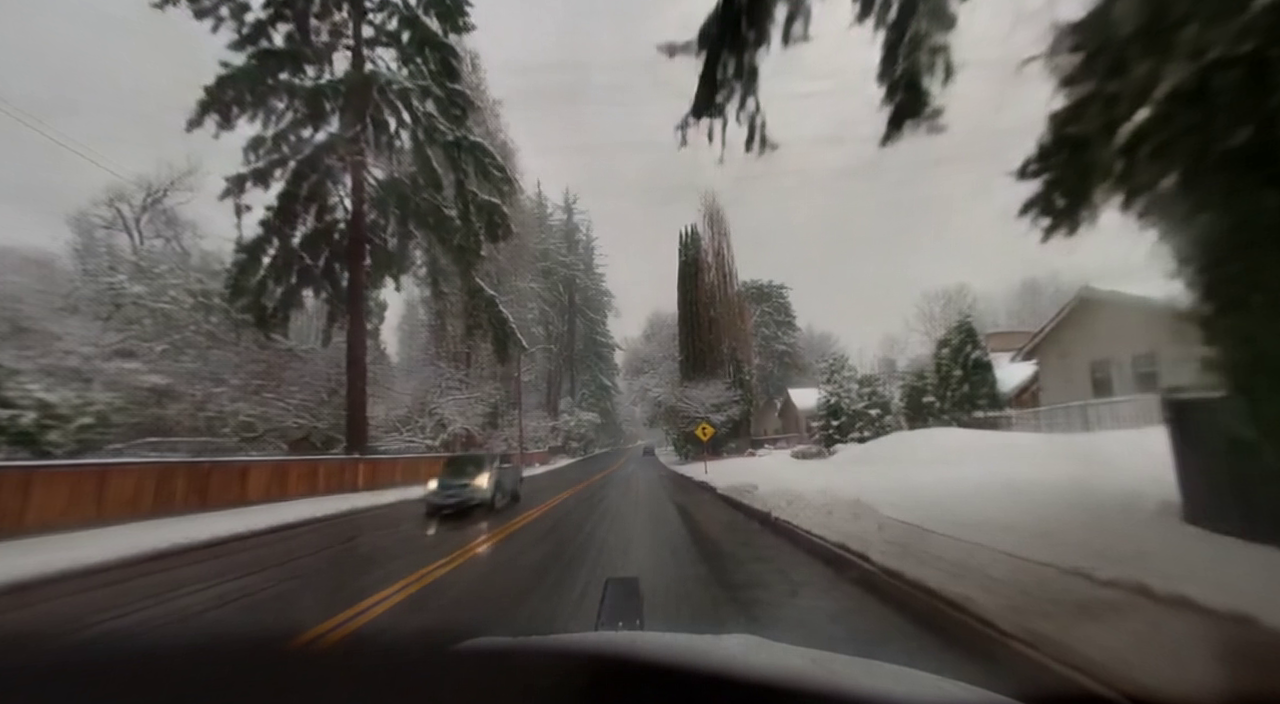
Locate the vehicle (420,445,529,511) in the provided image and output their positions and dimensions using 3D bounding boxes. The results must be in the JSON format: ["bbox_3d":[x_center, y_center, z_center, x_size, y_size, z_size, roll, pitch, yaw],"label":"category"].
[{"bbox_3d":[-4.775,3.680,18.982,2.087,1.693,4.343,-1,-9,0],"label":"vehicle"}]
